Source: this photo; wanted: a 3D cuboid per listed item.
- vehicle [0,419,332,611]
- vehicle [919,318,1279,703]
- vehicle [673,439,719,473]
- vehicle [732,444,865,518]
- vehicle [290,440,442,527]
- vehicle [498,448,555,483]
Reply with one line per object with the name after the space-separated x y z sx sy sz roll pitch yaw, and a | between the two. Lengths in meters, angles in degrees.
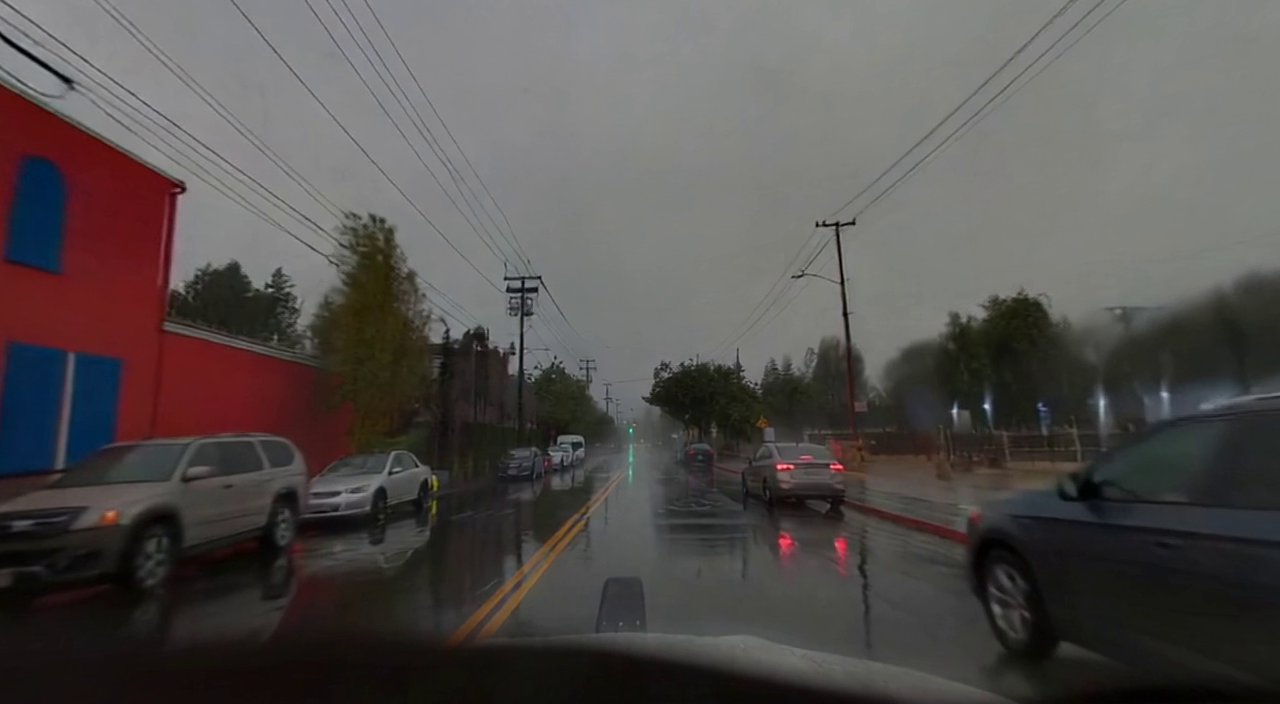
-6.202 1.959 8.518 1.983 1.809 4.503 -2 -9 -2 | vehicle
3.455 0.879 2.885 2.182 1.824 4.622 0 -9 -1 | vehicle
3.352 6.364 38.788 2.313 1.937 5.092 0 -9 0 | vehicle
3.571 2.993 15.289 1.942 1.476 4.739 0 -9 -1 | vehicle
-6.289 3.033 15.059 1.906 1.623 4.057 -4 -9 -2 | vehicle
-5.826 5.885 32.932 1.910 1.488 3.999 -1 -6 6 | vehicle
